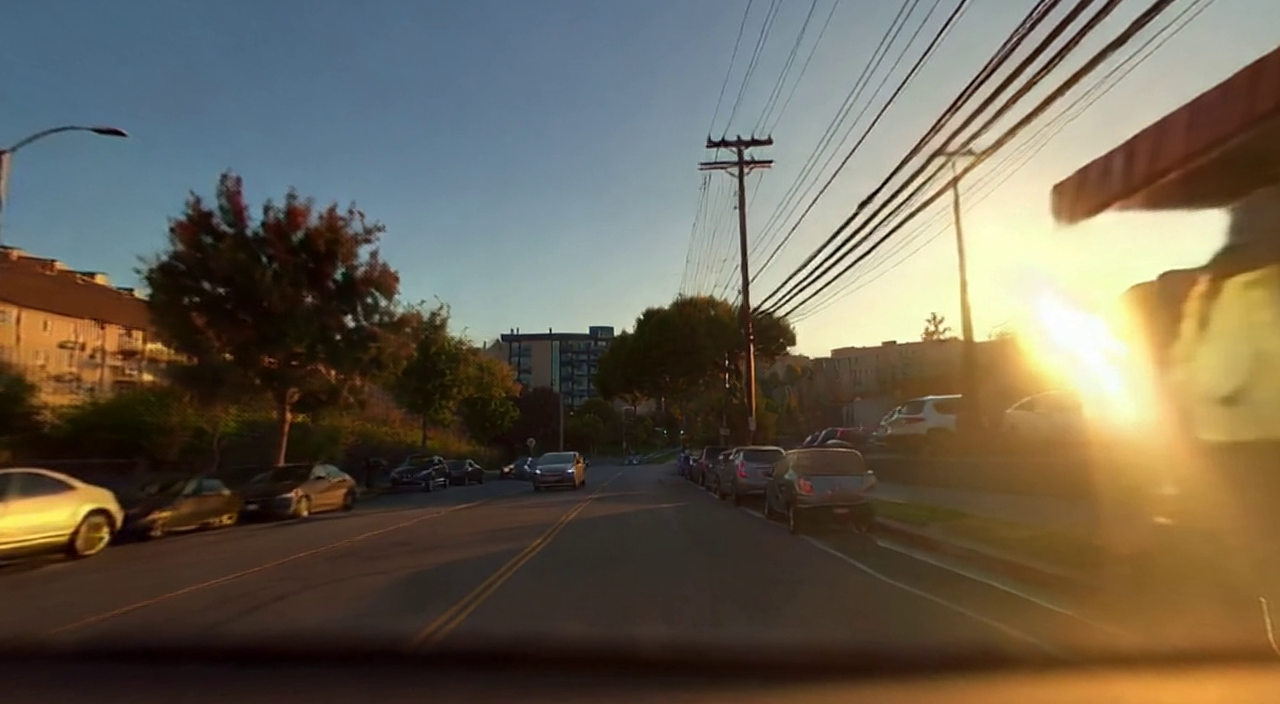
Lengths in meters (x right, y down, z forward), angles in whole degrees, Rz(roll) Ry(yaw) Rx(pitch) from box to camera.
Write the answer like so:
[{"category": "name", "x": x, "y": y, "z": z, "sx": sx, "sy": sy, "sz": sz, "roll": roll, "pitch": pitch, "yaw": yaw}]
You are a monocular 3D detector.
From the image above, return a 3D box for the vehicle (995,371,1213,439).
[{"category": "vehicle", "x": 11.522, "y": 1.391, "z": 15.939, "sx": 3.857, "sy": 1.457, "sz": 1.950, "roll": -3, "pitch": -7, "yaw": 3}]

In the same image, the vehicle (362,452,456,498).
[{"category": "vehicle", "x": -11.295, "y": 6.025, "z": 31.404, "sx": 2.322, "sy": 2.037, "sz": 5.030, "roll": -1, "pitch": -9, "yaw": 6}]

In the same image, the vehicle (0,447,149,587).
[{"category": "vehicle", "x": -9.581, "y": 2.164, "z": 8.494, "sx": 4.138, "sy": 1.732, "sz": 2.015, "roll": 3, "pitch": -10, "yaw": -20}]

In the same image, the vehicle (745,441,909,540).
[{"category": "vehicle", "x": 3.509, "y": 2.673, "z": 12.857, "sx": 1.936, "sy": 1.641, "sz": 4.434, "roll": 0, "pitch": -9, "yaw": 0}]

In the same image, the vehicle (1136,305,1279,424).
[{"category": "vehicle", "x": 11.421, "y": 0.291, "z": 10.268, "sx": 4.959, "sy": 1.638, "sz": 2.089, "roll": 0, "pitch": -9, "yaw": -2}]

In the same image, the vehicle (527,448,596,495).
[{"category": "vehicle", "x": -3.064, "y": 4.781, "z": 25.697, "sx": 2.103, "sy": 1.721, "sz": 4.473, "roll": 0, "pitch": -9, "yaw": 2}]
